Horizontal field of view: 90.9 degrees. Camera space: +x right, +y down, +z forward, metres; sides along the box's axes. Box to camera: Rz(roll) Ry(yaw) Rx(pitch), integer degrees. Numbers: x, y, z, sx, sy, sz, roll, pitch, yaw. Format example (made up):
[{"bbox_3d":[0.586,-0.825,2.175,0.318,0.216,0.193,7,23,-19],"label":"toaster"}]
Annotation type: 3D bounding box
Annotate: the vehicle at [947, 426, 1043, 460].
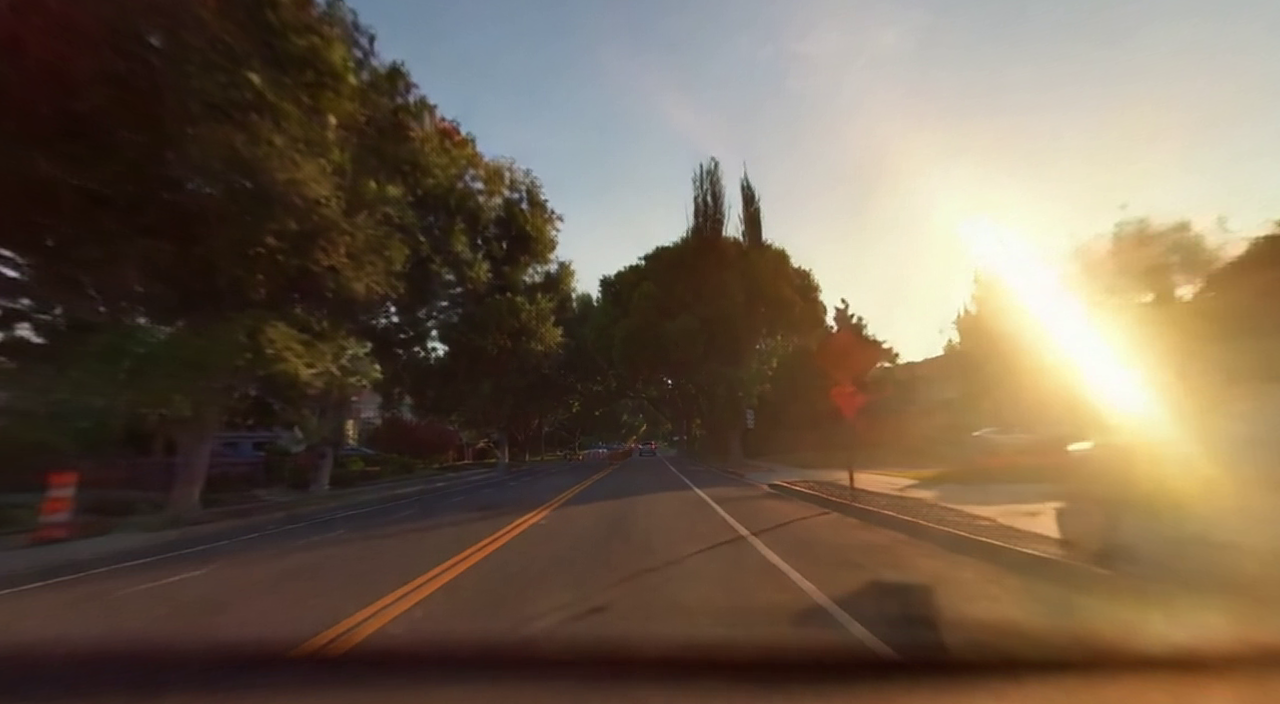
[{"bbox_3d":[16.933,4.351,30.202,3.462,1.576,1.863,1,-8,-4],"label":"vehicle"}]
